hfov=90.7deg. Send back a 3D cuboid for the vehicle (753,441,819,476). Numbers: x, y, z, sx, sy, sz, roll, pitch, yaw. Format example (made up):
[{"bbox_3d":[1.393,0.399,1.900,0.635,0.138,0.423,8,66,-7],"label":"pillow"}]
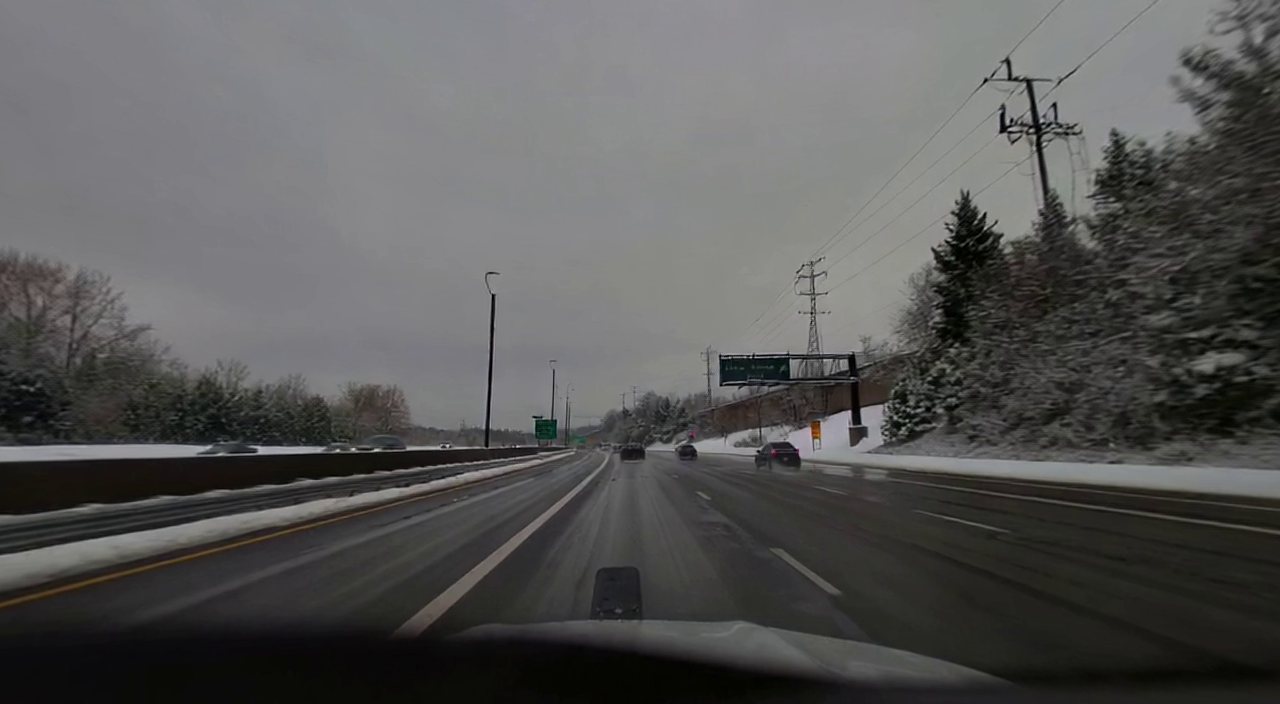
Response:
[{"bbox_3d":[6.630,4.868,29.204,1.876,1.451,4.154,0,-8,-3],"label":"vehicle"}]

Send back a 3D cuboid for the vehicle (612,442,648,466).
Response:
[{"bbox_3d":[-0.721,6.518,40.569,2.109,1.489,4.027,0,-8,-4],"label":"vehicle"}]

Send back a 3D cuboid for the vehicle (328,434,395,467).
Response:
[{"bbox_3d":[-17.039,6.049,38.990,2.151,1.858,4.785,0,-8,-3],"label":"vehicle"}]

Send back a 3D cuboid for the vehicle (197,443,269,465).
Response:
[{"bbox_3d":[-29.228,7.321,45.665,2.054,1.504,4.830,0,-8,-1],"label":"vehicle"}]
